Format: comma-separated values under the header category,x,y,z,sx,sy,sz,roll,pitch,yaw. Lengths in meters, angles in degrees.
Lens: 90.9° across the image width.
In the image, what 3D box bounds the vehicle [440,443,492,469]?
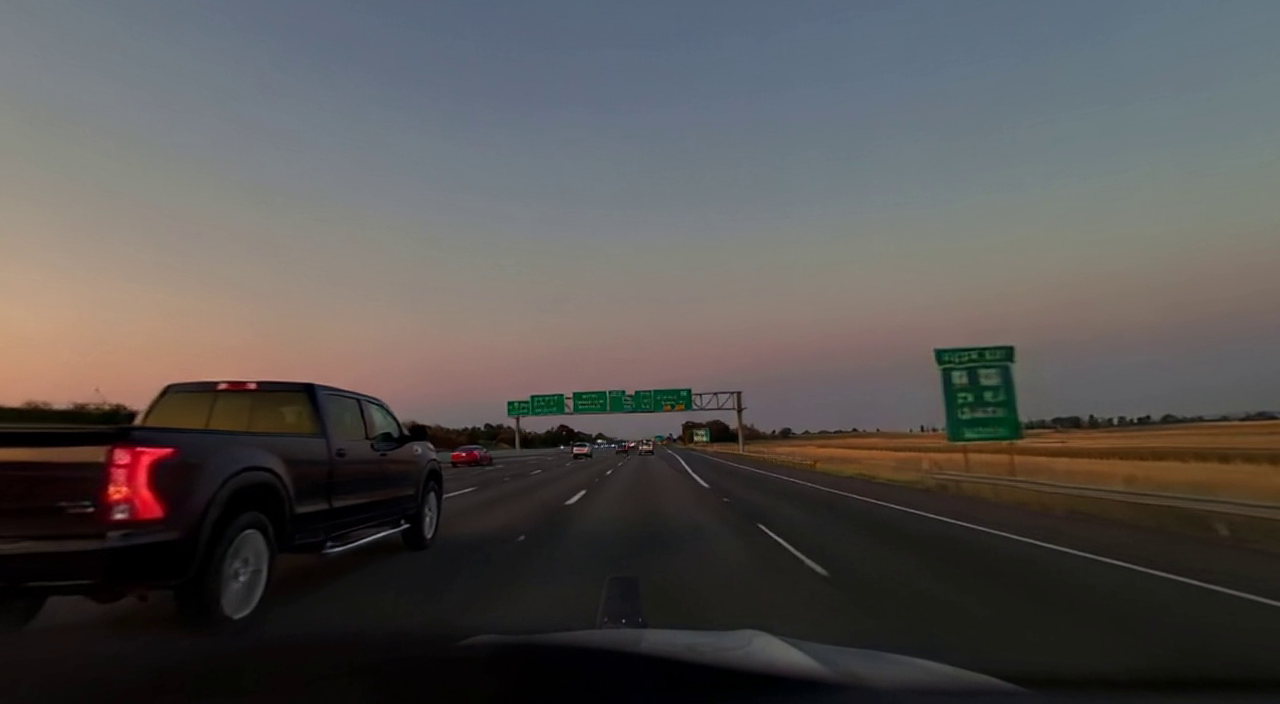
category,x,y,z,sx,sy,sz,roll,pitch,yaw
vehicle,-10.831,6.495,39.619,1.957,1.565,4.311,0,-8,1

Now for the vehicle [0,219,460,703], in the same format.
category,x,y,z,sx,sy,sz,roll,pitch,yaw
vehicle,-3.566,0.913,4.611,2.601,2.084,6.068,0,-8,1
